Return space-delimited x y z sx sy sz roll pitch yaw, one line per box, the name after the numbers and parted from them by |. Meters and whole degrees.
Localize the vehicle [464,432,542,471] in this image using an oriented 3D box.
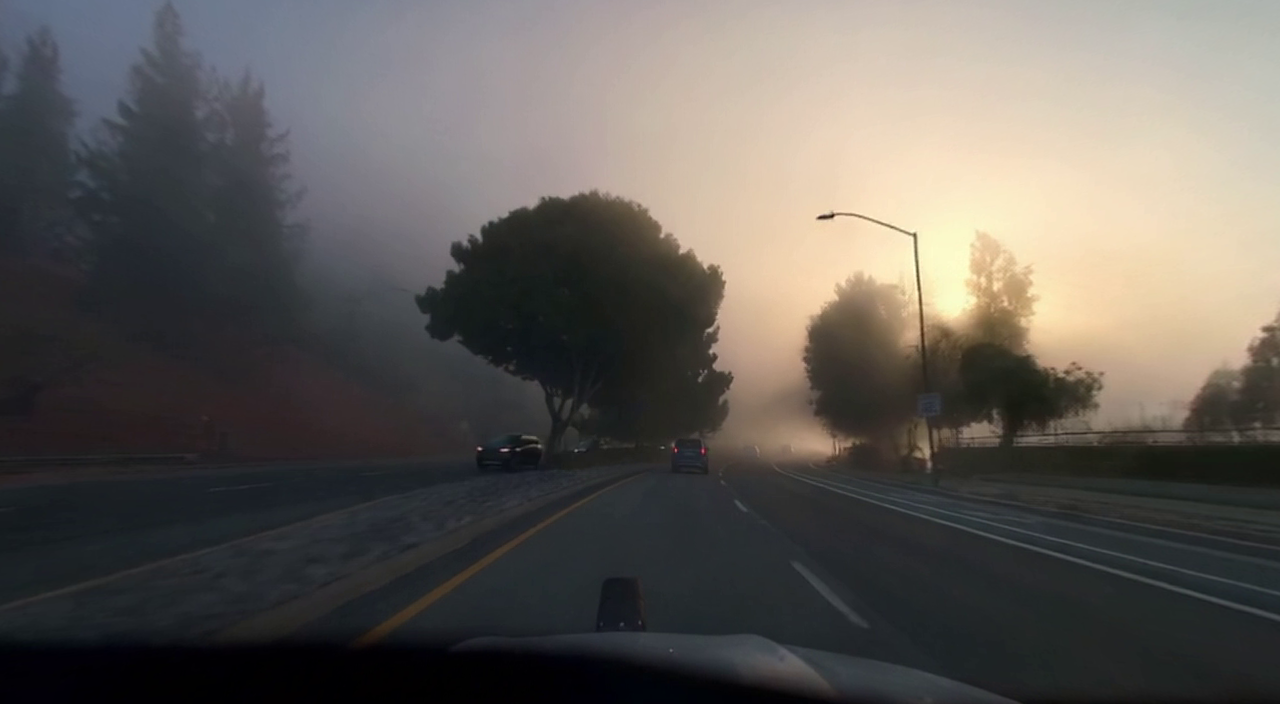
-6.844 5.068 32.056 2.331 1.838 4.865 -2 -9 8 | vehicle

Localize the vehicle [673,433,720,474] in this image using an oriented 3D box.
3.136 5.473 33.967 2.072 2.002 4.391 -2 -9 10 | vehicle

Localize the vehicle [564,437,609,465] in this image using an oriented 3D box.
-3.729 6.955 44.290 1.975 1.853 4.600 -2 -9 11 | vehicle
